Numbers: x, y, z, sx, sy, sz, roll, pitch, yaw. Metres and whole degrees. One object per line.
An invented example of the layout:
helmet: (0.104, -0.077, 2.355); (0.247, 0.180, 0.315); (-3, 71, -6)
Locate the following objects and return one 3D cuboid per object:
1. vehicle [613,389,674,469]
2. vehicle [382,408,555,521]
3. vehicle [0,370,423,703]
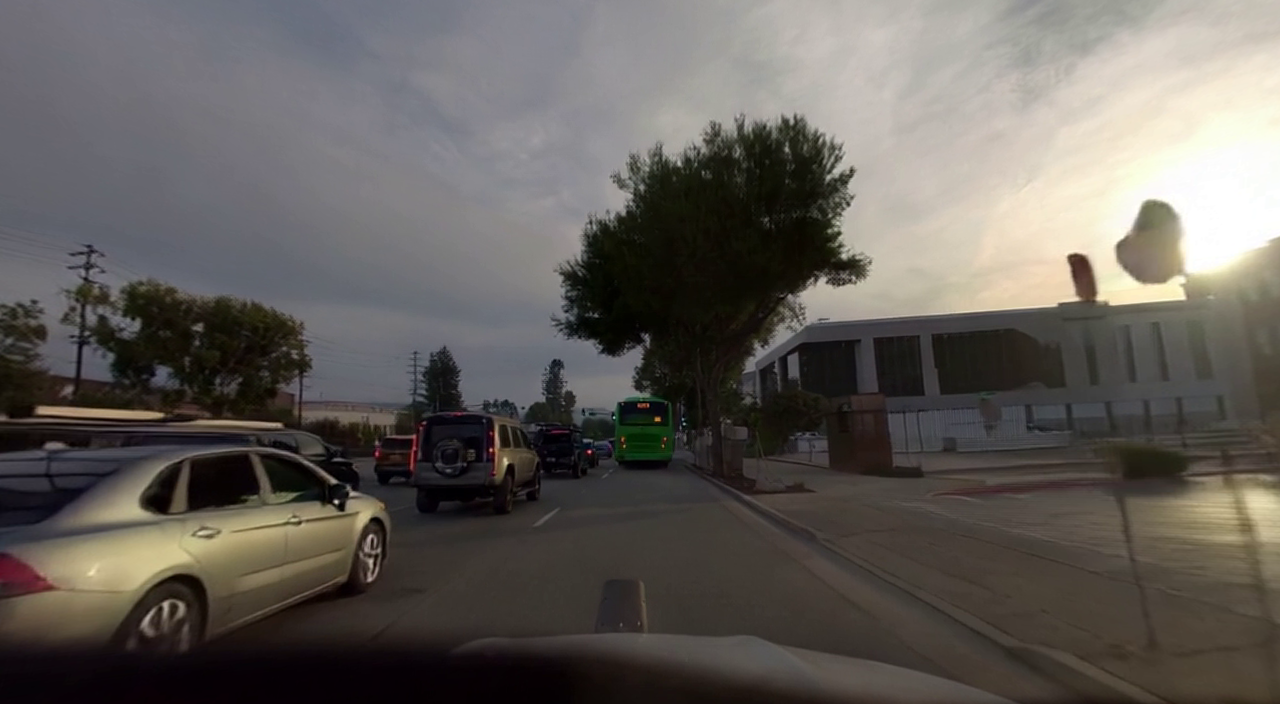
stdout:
vehicle: (0.251, 4.639, 36.866); (2.970, 3.857, 12.200); (0, -9, 1)
vehicle: (-3.245, 2.281, 13.268); (2.095, 1.892, 5.043); (0, -9, 1)
vehicle: (-3.292, 1.145, 4.170); (2.042, 1.571, 4.475); (0, -9, 1)
